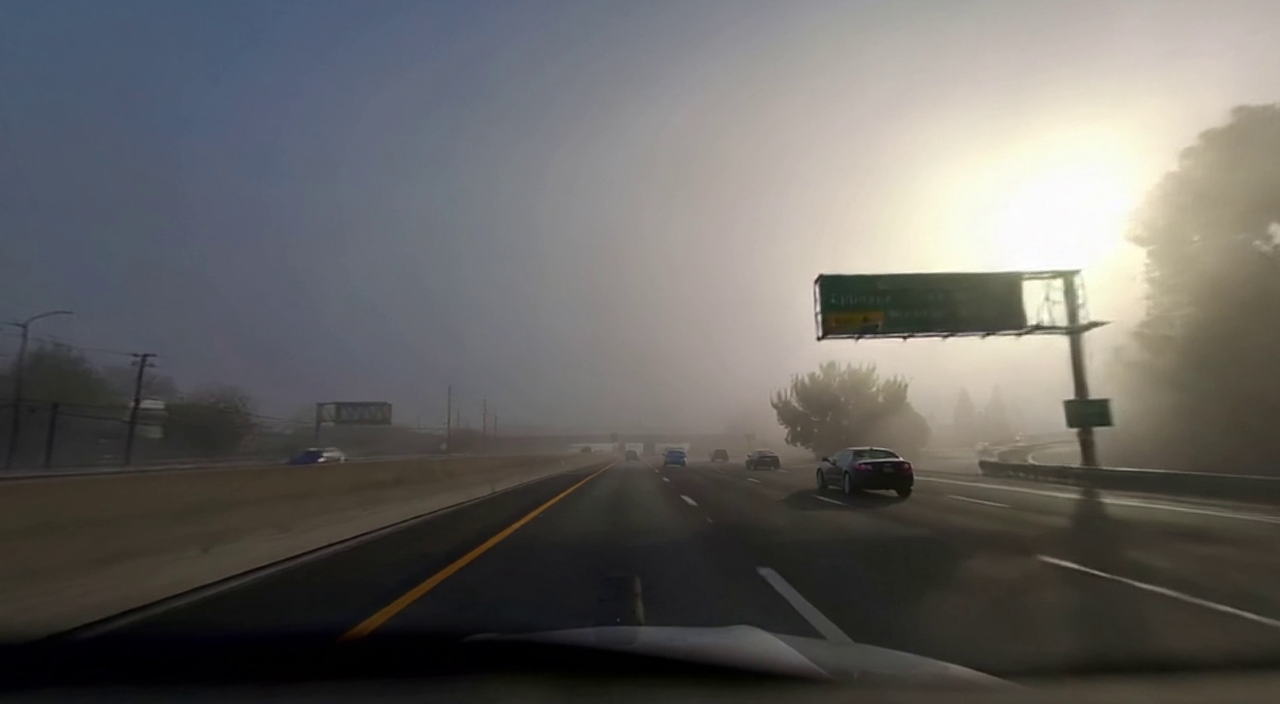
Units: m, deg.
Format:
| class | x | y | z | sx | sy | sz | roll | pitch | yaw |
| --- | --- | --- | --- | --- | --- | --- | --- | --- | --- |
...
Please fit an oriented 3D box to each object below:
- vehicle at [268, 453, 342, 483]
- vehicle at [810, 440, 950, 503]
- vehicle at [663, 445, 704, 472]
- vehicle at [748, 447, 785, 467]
| class | x | y | z | sx | sy | sz | roll | pitch | yaw |
| --- | --- | --- | --- | --- | --- | --- | --- | --- | --- |
| vehicle | -20.764 | 7.196 | 39.410 | 2.027 | 1.683 | 4.824 | 0 | -8 | -1 |
| vehicle | 6.318 | 3.176 | 17.295 | 1.952 | 1.489 | 4.483 | 0 | -8 | -2 |
| vehicle | 2.627 | 6.529 | 39.058 | 1.993 | 1.507 | 4.594 | 0 | -8 | -2 |
| vehicle | 9.447 | 7.836 | 47.454 | 1.838 | 1.440 | 4.121 | 0 | -8 | -2 |
